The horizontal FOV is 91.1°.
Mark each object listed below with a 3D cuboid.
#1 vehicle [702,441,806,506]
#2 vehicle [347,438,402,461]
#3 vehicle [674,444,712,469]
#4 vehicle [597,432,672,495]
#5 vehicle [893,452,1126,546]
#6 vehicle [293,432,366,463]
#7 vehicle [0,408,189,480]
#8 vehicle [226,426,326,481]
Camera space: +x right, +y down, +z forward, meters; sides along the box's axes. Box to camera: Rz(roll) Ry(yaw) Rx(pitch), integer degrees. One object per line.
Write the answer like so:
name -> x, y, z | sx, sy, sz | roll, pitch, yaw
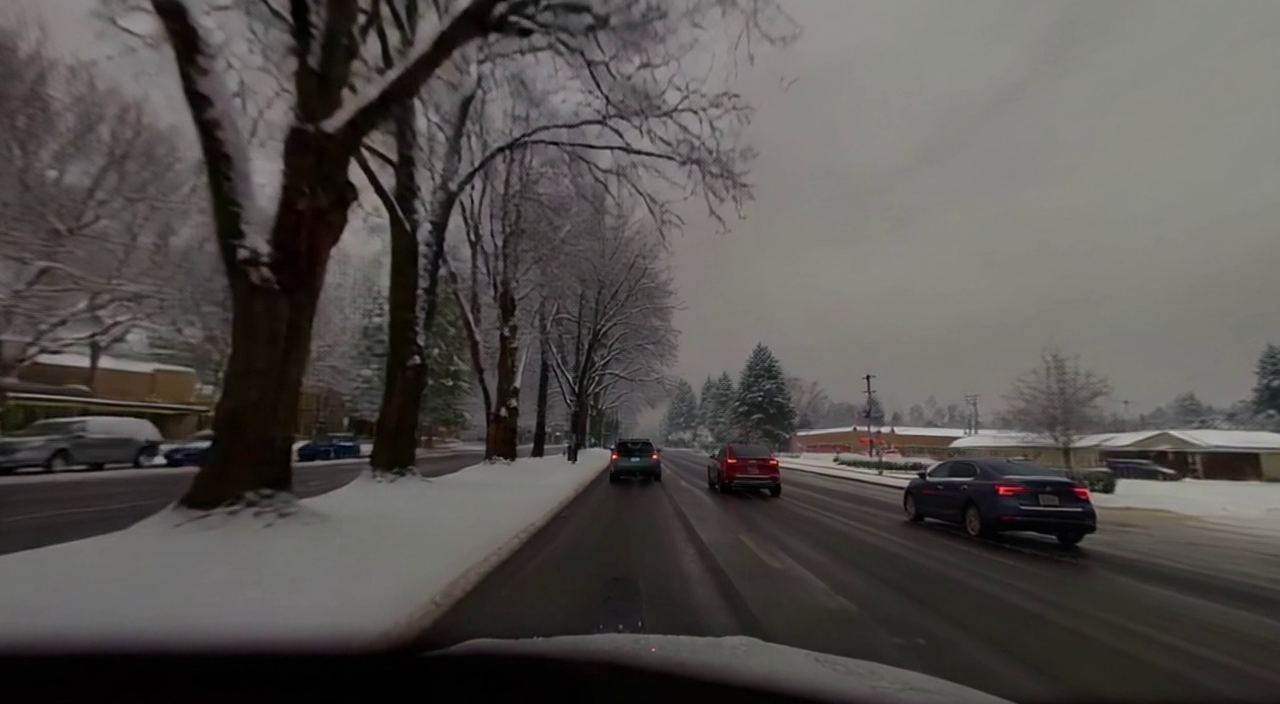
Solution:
vehicle -> 2.899, 3.166, 16.902 | 1.932, 1.510, 4.168 | 0, -8, -1
vehicle -> -18.854, 6.949, 44.845 | 1.851, 1.477, 4.891 | 0, -8, 0
vehicle -> 3.369, 6.735, 40.692 | 2.012, 1.462, 4.163 | 0, -8, -1
vehicle -> -0.150, 3.351, 19.188 | 2.008, 1.674, 4.239 | 0, -8, 0
vehicle -> 6.898, 2.747, 12.420 | 1.944, 1.458, 4.268 | 0, -8, -1
vehicle -> -19.013, 5.891, 38.723 | 1.903, 1.768, 4.985 | 0, -8, 0
vehicle -> -18.906, 3.114, 21.238 | 2.226, 2.019, 6.809 | 0, -8, 0
vehicle -> -12.332, 3.460, 21.603 | 2.161, 1.642, 4.587 | 3, -9, -20
